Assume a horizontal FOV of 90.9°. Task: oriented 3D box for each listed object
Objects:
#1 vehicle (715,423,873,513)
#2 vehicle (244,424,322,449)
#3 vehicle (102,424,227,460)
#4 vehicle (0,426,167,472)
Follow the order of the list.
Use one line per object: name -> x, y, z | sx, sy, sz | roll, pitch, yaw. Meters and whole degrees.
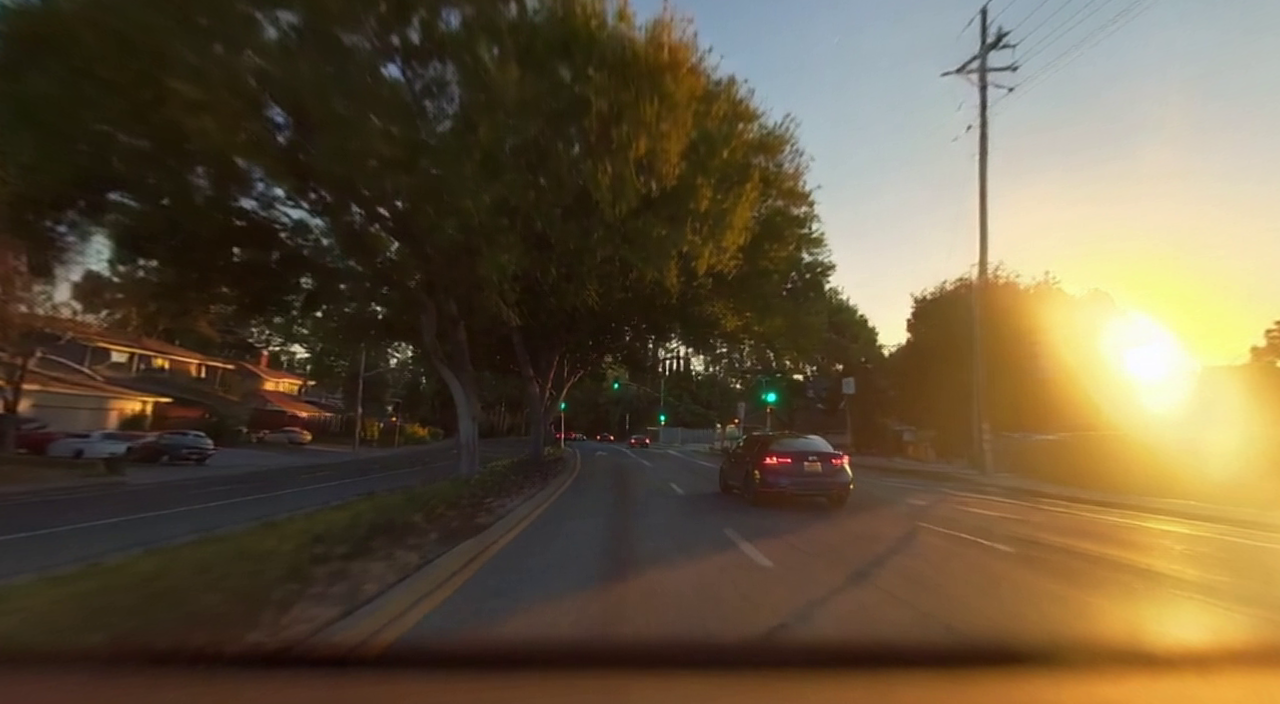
vehicle -> 2.809, 2.233, 12.561 | 1.960, 1.479, 4.086 | 0, -8, -2
vehicle -> -26.727, 6.371, 47.384 | 4.583, 1.850, 2.015 | 2, -9, -10
vehicle -> -25.066, 4.761, 33.384 | 4.737, 1.805, 2.049 | 1, -8, -8
vehicle -> -21.058, 3.630, 23.681 | 4.717, 1.615, 2.014 | 2, -9, -10
